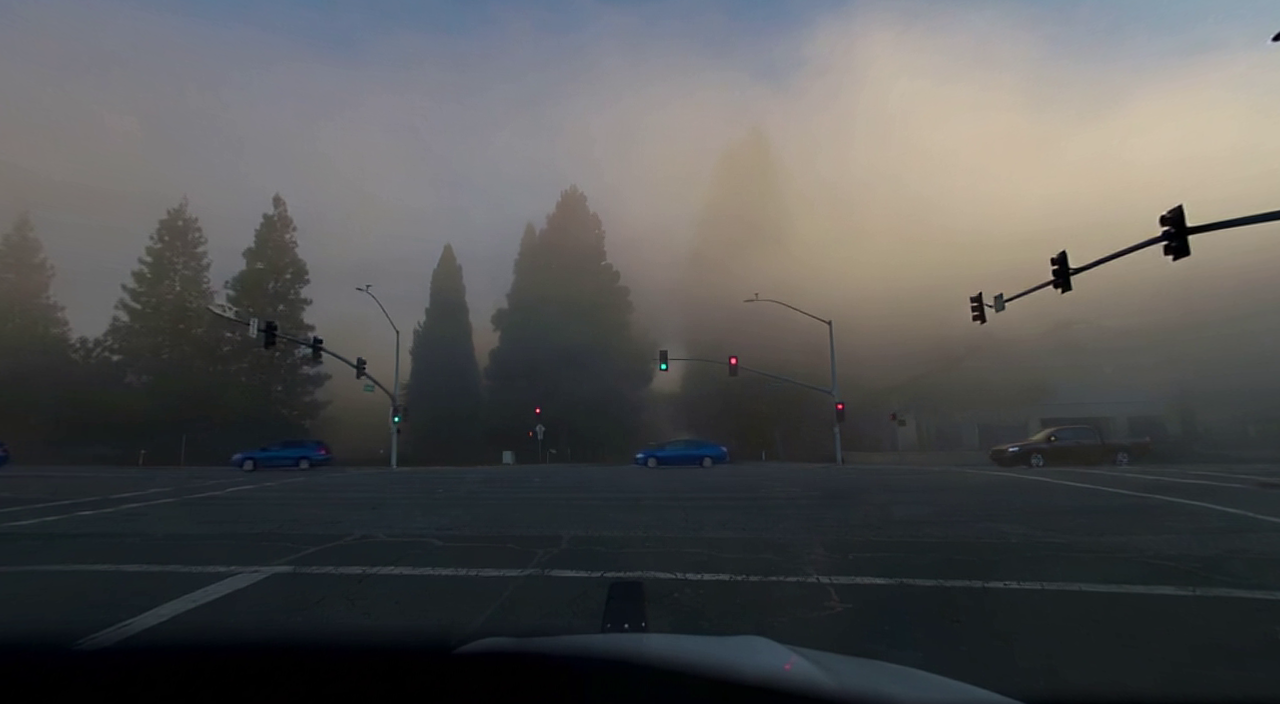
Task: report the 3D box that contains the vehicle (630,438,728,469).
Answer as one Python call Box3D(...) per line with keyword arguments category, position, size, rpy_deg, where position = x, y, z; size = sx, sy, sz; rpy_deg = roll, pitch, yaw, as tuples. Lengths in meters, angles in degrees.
Box3D(category="vehicle", position=(1.888, 5.017, 31.147), size=(4.681, 1.465, 1.820), rpy_deg=(0, -9, 2))

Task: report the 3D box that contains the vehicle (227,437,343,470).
Box3D(category="vehicle", position=(-17.790, 5.084, 31.731), size=(4.735, 1.588, 1.877), rpy_deg=(0, -9, 2))
